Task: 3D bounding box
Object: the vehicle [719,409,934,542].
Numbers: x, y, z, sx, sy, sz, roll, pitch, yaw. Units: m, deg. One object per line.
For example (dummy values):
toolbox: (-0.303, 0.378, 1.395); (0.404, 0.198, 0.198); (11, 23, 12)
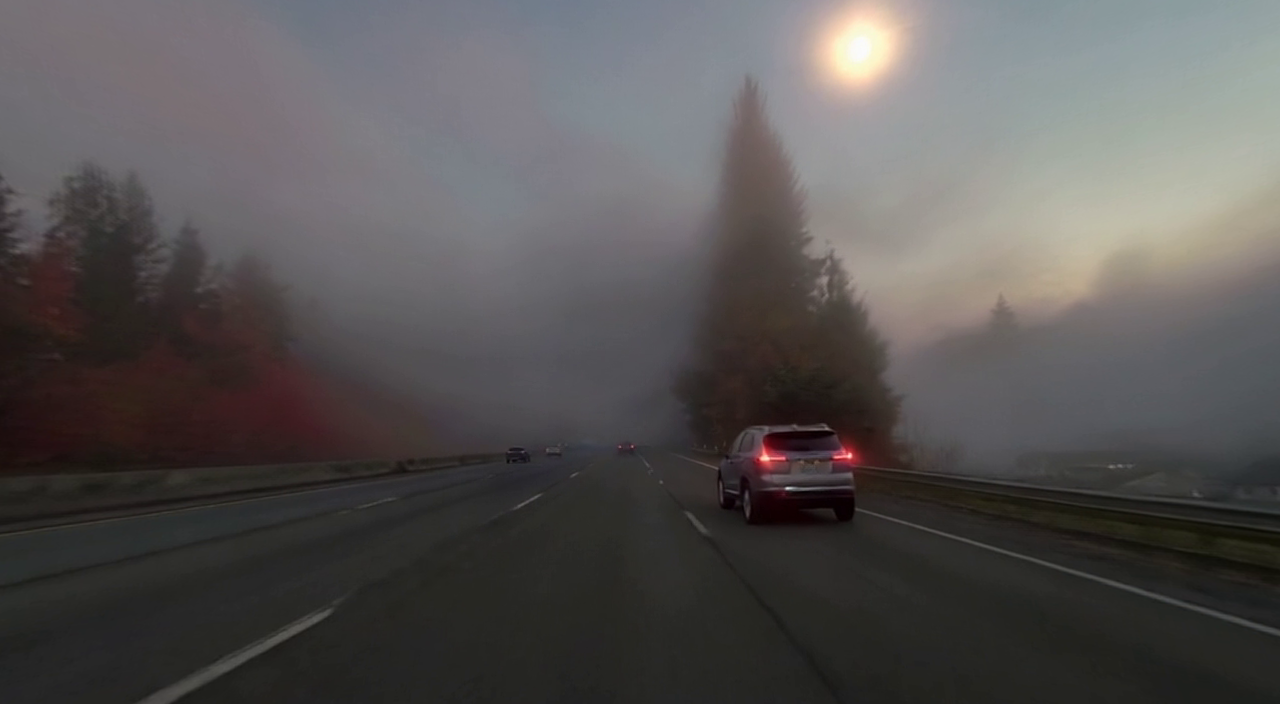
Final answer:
vehicle: (2.670, 1.905, 10.290); (2.120, 1.706, 4.226); (0, -8, -1)
